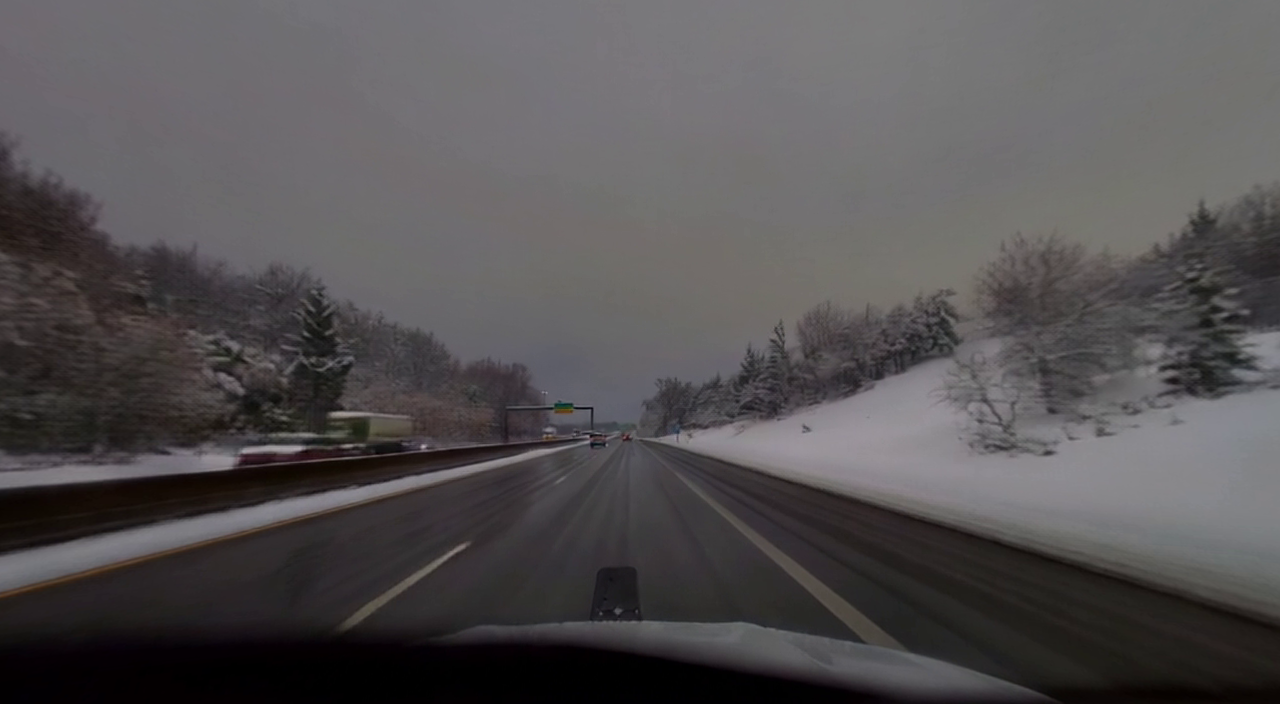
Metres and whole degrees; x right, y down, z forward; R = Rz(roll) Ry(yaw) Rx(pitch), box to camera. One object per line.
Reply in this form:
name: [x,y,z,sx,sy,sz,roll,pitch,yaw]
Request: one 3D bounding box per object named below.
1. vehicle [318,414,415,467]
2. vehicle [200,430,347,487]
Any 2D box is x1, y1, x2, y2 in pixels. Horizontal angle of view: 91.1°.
vehicle: [-15.188,4.965,35.497,2.377,2.645,7.057,0,-8,-1]
vehicle: [-11.512,3.351,20.217,2.019,1.587,4.564,0,-8,-1]
